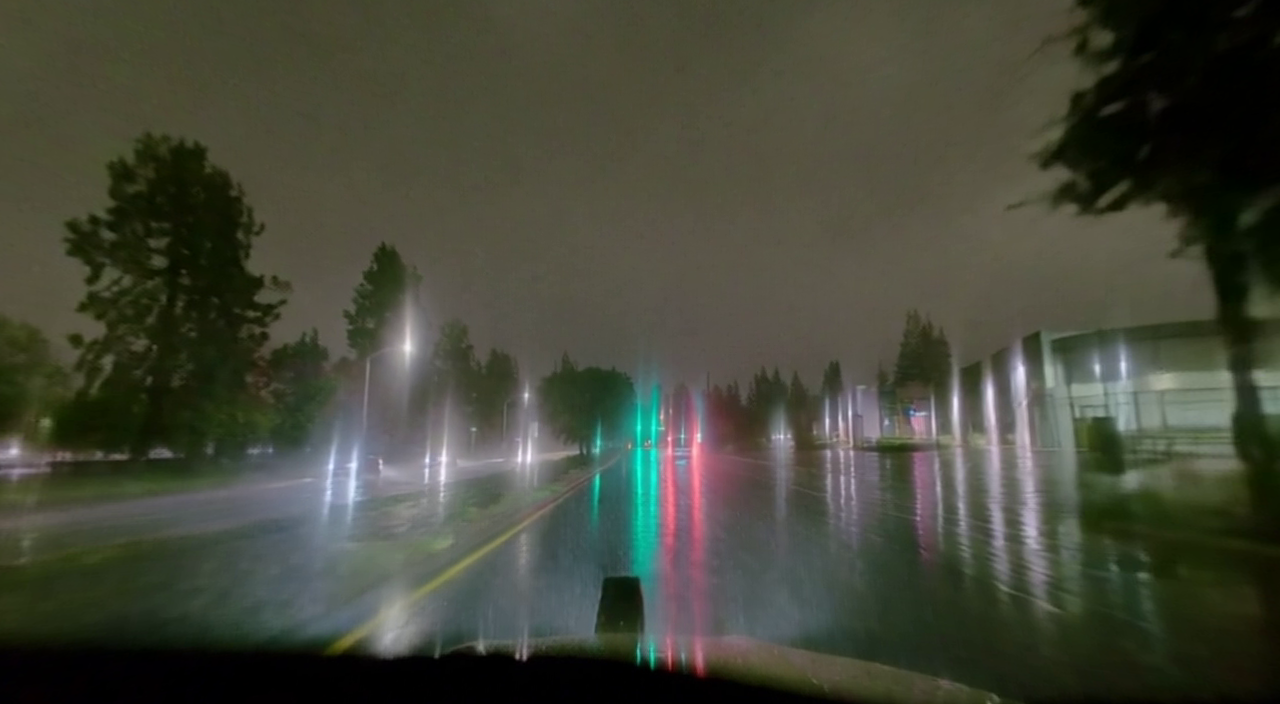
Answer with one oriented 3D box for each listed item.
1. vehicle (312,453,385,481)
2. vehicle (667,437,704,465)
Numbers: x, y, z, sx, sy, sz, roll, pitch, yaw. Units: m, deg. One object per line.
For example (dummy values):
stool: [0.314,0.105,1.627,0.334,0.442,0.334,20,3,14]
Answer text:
vehicle: [-16.838,6.638,36.743,1.908,1.445,4.730,0,-8,1]
vehicle: [3.139,6.987,44.692,2.085,1.828,5.383,0,-8,-1]
